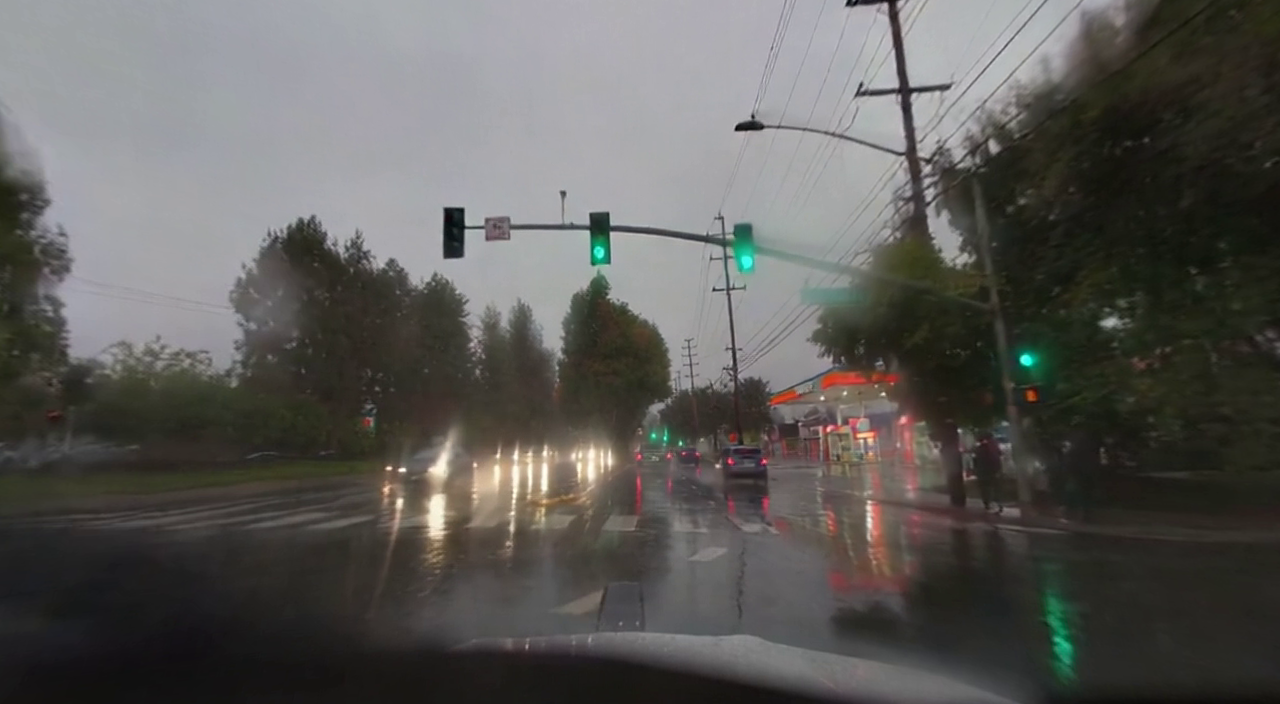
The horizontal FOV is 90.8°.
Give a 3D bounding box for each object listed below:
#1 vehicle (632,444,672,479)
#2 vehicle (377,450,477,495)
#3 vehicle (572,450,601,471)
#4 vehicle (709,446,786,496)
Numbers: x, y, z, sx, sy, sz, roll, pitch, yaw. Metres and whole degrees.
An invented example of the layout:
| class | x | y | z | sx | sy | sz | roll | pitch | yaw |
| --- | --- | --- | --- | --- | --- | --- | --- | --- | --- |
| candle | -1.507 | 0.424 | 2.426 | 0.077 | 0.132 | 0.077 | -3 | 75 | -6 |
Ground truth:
| class | x | y | z | sx | sy | sz | roll | pitch | yaw |
| --- | --- | --- | --- | --- | --- | --- | --- | --- | --- |
| vehicle | 0.668 | 6.160 | 35.738 | 2.163 | 1.825 | 4.073 | 0 | -9 | 1 |
| vehicle | -7.975 | 4.520 | 24.176 | 2.109 | 1.525 | 4.562 | -1 | -9 | 2 |
| vehicle | -4.088 | 8.384 | 48.922 | 1.816 | 1.484 | 3.629 | -1 | -9 | 2 |
| vehicle | 3.757 | 4.237 | 22.898 | 1.990 | 1.592 | 4.294 | 0 | -9 | 0 |
